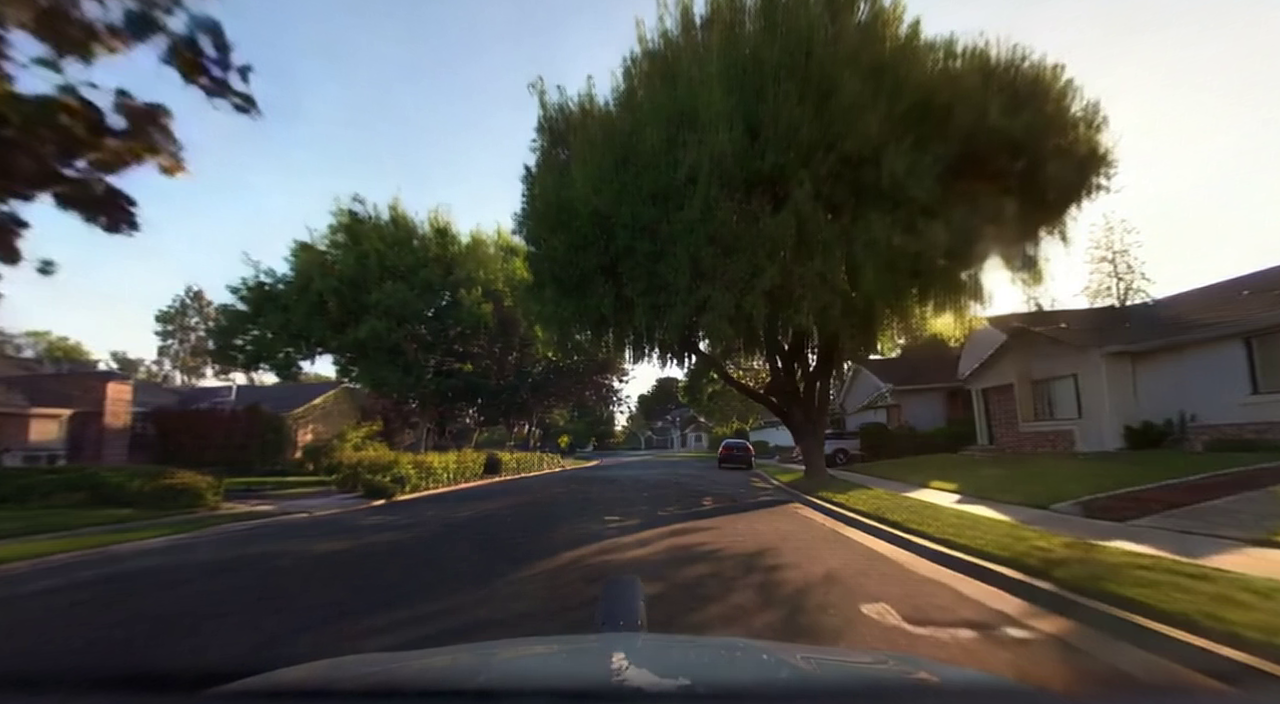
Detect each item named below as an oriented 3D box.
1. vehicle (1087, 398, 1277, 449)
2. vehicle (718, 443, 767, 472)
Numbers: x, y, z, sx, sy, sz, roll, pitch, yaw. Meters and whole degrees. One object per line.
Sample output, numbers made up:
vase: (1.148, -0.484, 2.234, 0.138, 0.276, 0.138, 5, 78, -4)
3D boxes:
vehicle: (18.285, 2.546, 21.686, 1.997, 1.564, 4.620, 1, -9, -9)
vehicle: (5.731, 5.982, 35.932, 2.088, 1.522, 4.449, 0, -9, 1)
